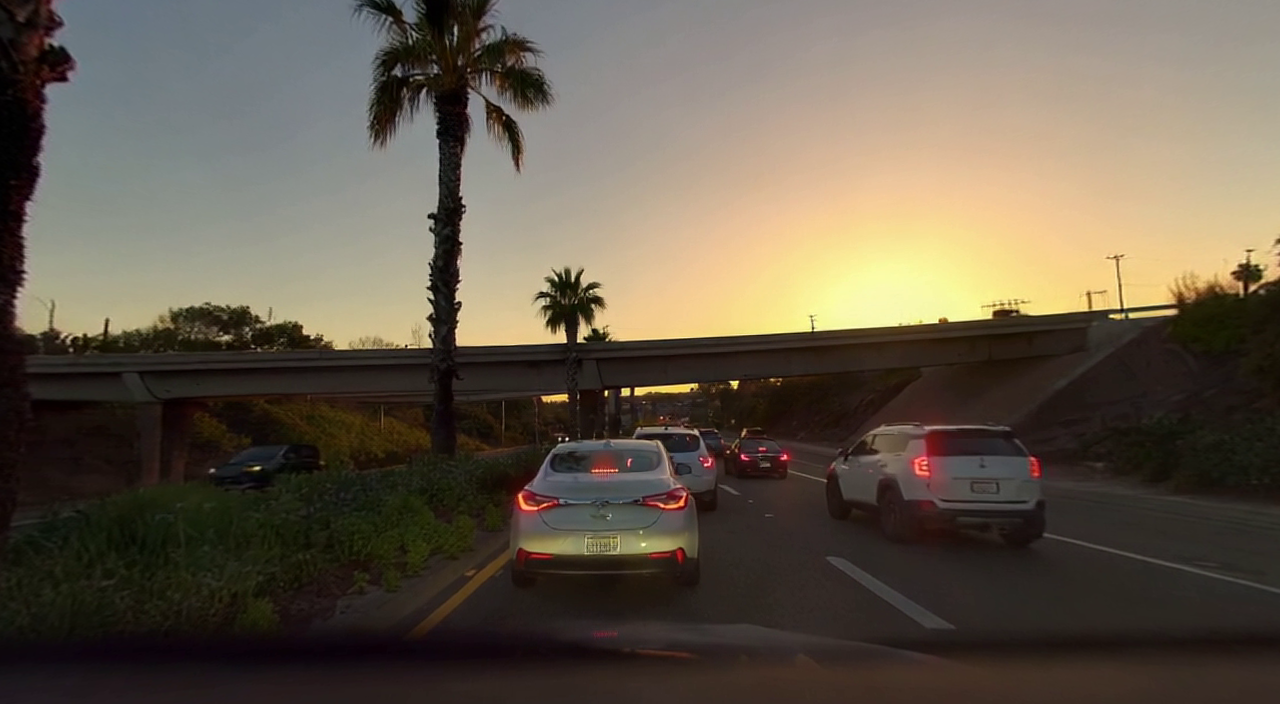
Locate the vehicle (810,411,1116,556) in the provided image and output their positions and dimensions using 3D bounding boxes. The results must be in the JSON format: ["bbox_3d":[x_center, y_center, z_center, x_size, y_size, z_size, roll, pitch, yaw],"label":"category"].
[{"bbox_3d":[4.277,1.837,9.505,2.149,1.609,4.807,0,-9,1],"label":"vehicle"}]

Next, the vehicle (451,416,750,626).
[{"bbox_3d":[-0.235,1.531,6.646,2.172,1.506,4.018,0,-9,2],"label":"vehicle"}]

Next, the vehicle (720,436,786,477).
[{"bbox_3d":[4.619,4.353,26.398,2.034,1.517,4.840,0,-9,2],"label":"vehicle"}]

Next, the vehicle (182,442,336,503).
[{"bbox_3d":[-11.784,3.714,19.874,2.084,1.704,4.485,0,-9,-1],"label":"vehicle"}]
